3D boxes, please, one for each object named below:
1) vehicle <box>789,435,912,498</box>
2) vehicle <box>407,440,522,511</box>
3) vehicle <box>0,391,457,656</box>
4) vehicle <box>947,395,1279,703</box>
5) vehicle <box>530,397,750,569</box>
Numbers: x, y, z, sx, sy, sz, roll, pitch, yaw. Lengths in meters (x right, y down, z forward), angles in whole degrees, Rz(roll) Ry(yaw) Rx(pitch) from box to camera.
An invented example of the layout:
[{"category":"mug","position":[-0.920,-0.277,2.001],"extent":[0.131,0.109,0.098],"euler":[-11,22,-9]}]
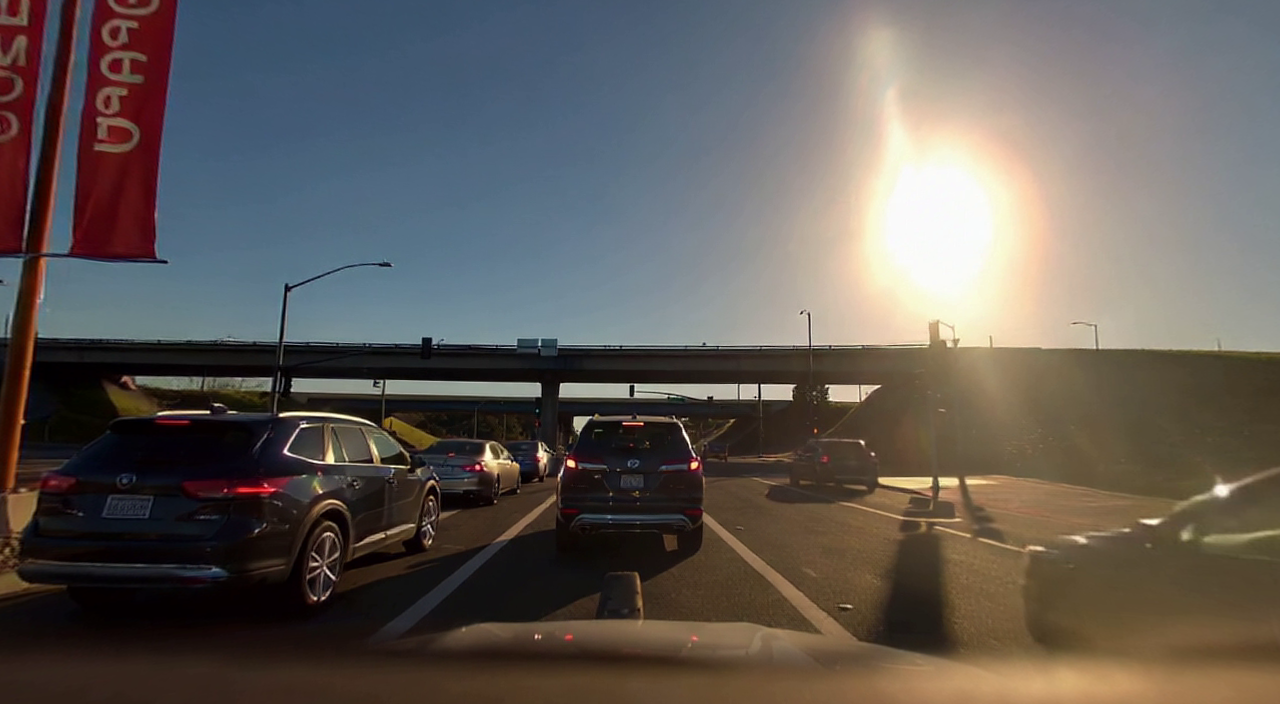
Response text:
[{"category":"vehicle","position":[6.420,3.527,19.827],"extent":[2.191,1.730,4.658],"euler":[0,-9,-1]},{"category":"vehicle","position":[-4.154,2.946,15.426],"extent":[1.797,1.505,3.506],"euler":[0,-9,0]},{"category":"vehicle","position":[-3.502,1.431,6.279],"extent":[2.039,1.709,4.265],"euler":[0,-9,0]},{"category":"vehicle","position":[2.984,0.784,1.282],"extent":[2.228,1.472,4.939],"euler":[0,-9,0]},{"category":"vehicle","position":[-0.084,1.765,9.210],"extent":[2.409,1.864,4.471],"euler":[0,-9,-2]}]
